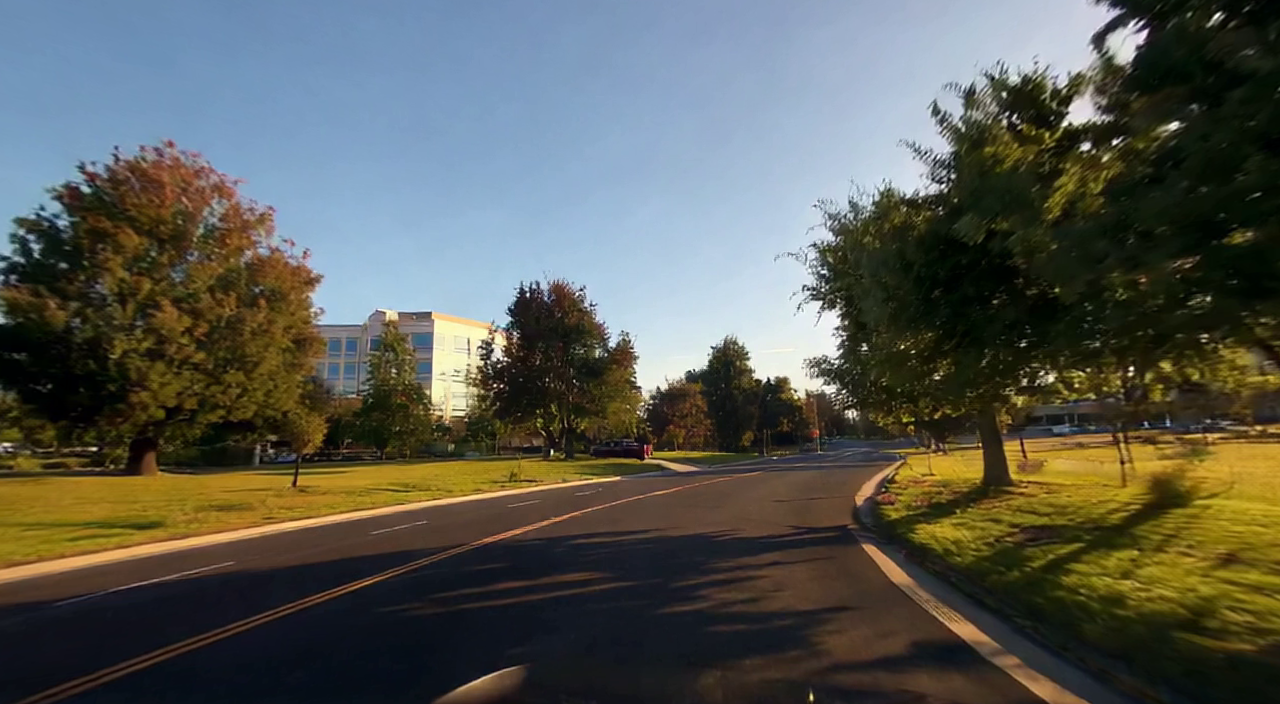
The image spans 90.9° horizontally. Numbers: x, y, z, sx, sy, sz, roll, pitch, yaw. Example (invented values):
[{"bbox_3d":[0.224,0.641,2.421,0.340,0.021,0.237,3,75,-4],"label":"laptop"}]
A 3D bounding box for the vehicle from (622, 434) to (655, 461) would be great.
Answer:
[{"bbox_3d":[-0.182,6.927,45.606,2.244,1.796,5.170,0,-9,-2],"label":"vehicle"}]

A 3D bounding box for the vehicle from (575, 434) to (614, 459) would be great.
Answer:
[{"bbox_3d":[-3.445,7.030,46.916,2.192,1.740,4.521,2,-9,-13],"label":"vehicle"}]
